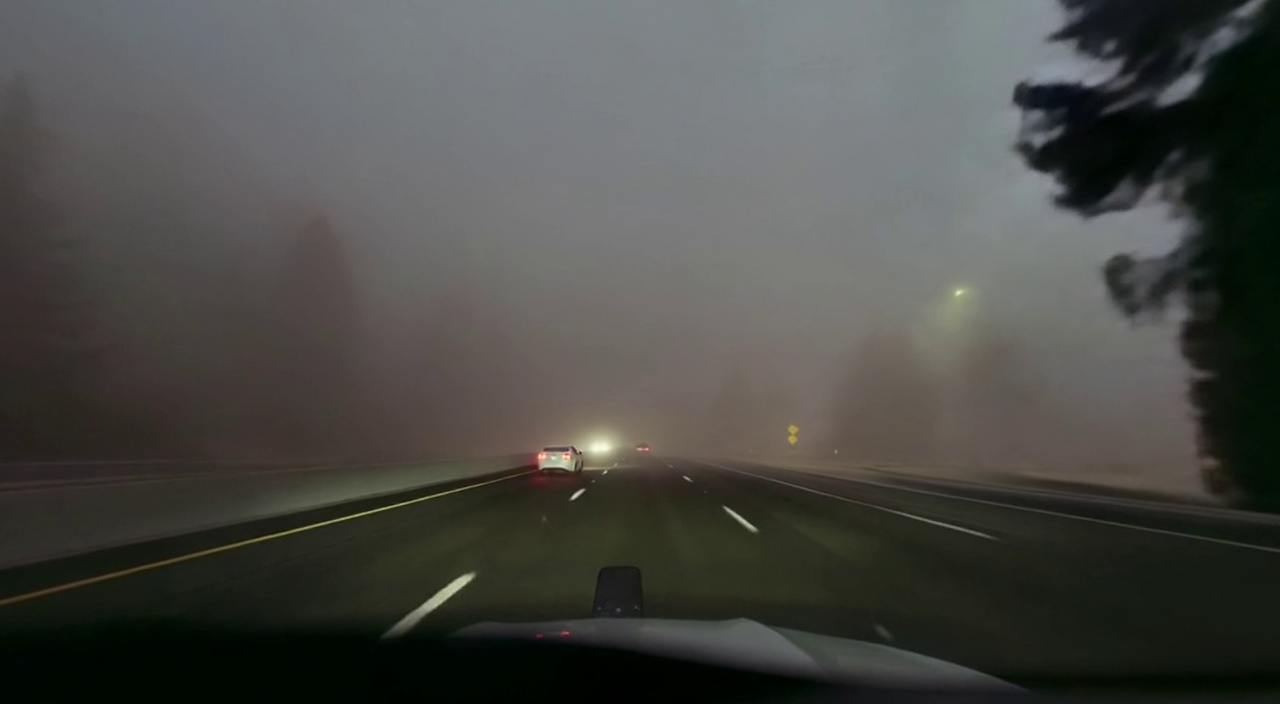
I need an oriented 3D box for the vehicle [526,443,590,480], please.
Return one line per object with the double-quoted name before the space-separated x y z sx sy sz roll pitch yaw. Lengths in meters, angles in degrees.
"vehicle" -3.549 4.841 28.109 2.162 1.493 4.583 0 -9 1
